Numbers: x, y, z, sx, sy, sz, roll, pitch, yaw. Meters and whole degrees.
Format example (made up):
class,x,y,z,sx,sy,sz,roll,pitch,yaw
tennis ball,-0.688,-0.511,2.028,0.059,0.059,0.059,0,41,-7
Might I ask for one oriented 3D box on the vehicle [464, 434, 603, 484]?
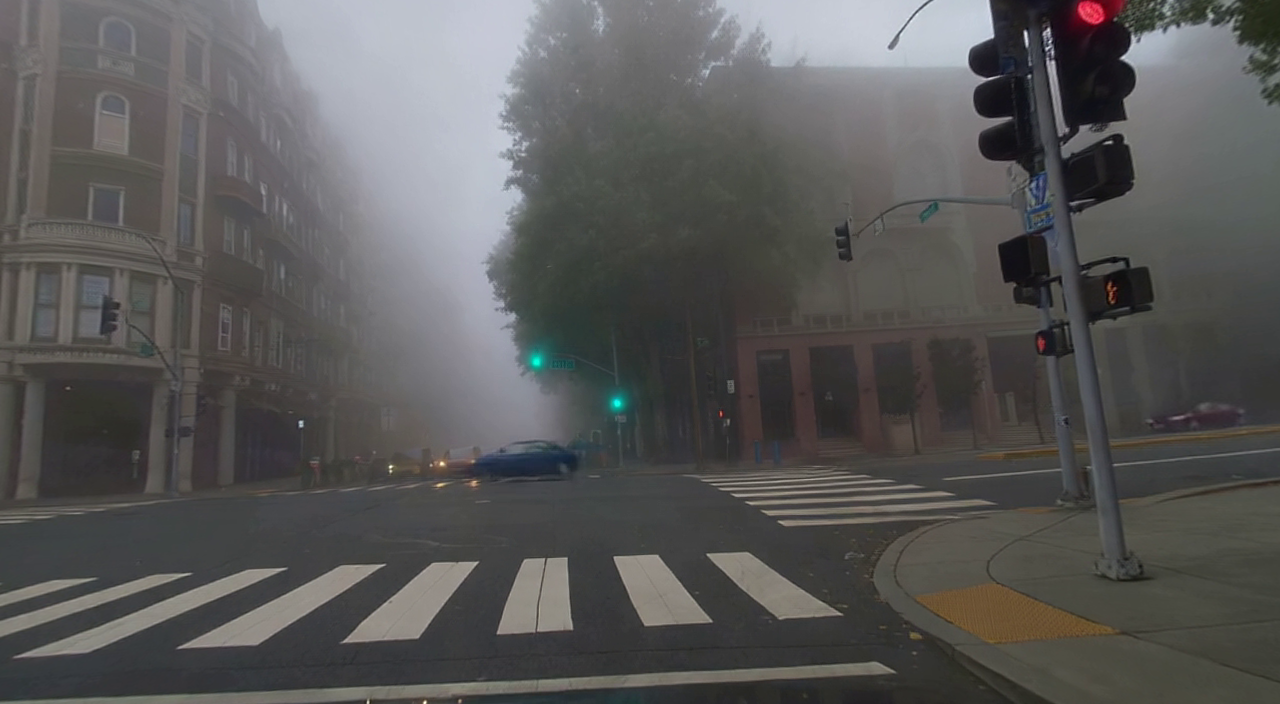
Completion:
class,x,y,z,sx,sy,sz,roll,pitch,yaw
vehicle,-3.729,3.784,22.493,4.626,1.636,2.004,1,-9,-8

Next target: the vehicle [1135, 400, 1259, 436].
class,x,y,z,sx,sy,sz,roll,pitch,yaw
vehicle,24.501,2.936,27.850,4.320,1.456,1.803,2,-9,-13
